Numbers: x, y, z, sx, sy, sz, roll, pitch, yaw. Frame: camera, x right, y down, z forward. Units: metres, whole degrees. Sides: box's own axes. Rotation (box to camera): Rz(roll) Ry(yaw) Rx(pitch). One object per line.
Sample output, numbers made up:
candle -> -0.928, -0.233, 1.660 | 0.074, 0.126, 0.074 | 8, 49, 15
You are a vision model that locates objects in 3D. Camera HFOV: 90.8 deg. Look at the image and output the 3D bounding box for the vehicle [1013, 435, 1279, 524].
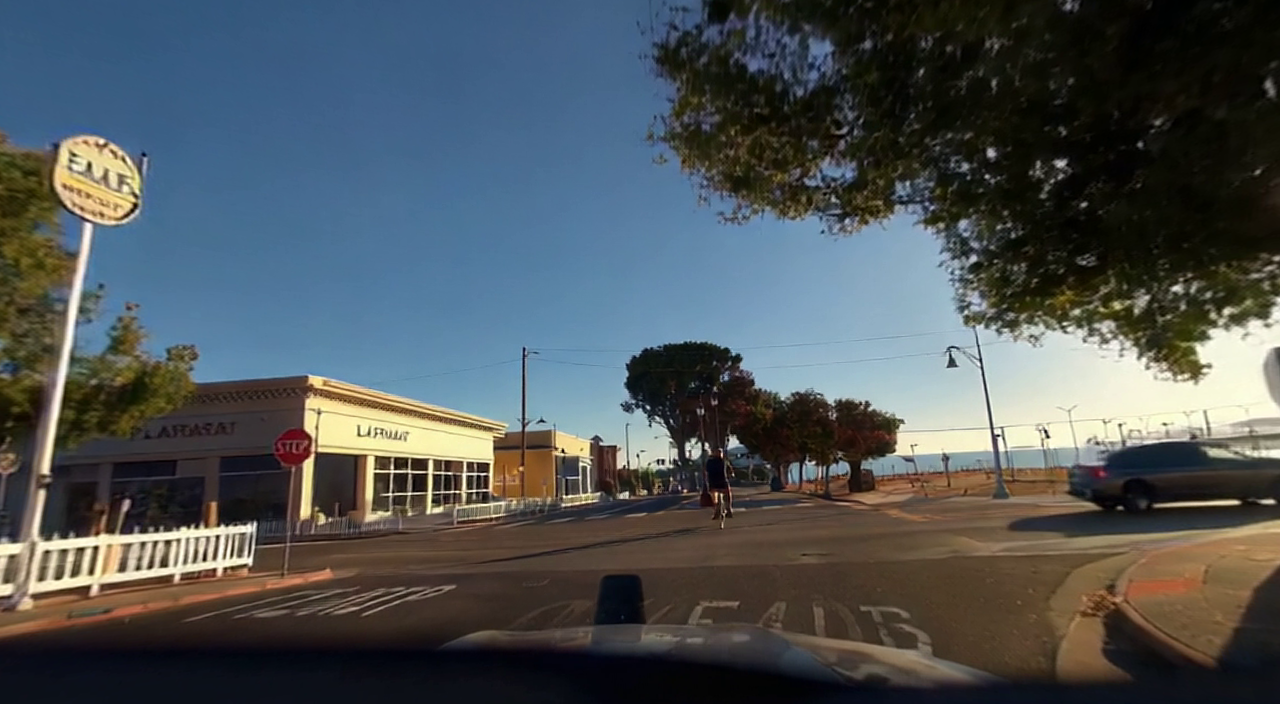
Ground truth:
vehicle -> 10.379, 2.348, 11.983 | 5.323, 1.479, 2.112 | -3, -9, 21
